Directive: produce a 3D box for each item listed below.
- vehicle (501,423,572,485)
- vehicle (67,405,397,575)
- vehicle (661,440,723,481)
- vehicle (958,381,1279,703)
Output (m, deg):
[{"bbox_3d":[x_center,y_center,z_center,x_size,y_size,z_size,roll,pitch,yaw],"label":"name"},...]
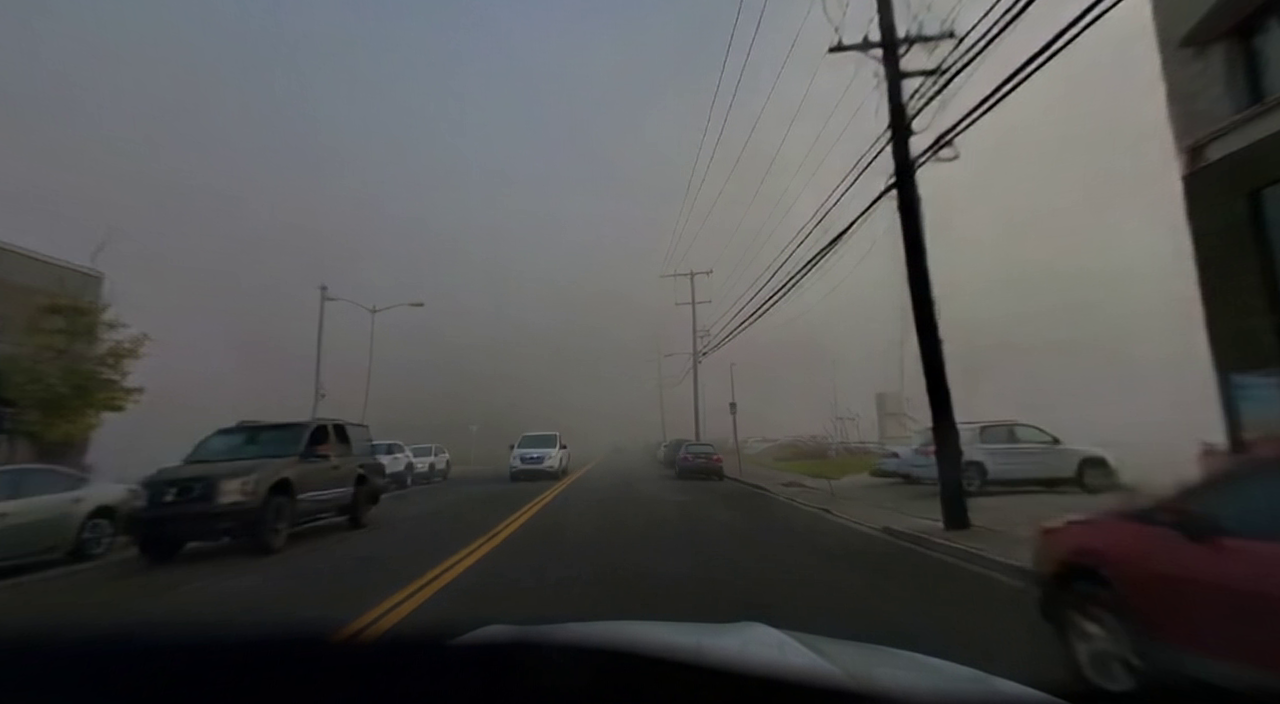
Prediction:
[{"bbox_3d":[-3.721,3.757,23.513,2.115,2.065,4.452,0,-9,-3],"label":"vehicle"},{"bbox_3d":[-5.637,1.929,9.623,2.152,1.918,4.217,-2,-8,1],"label":"vehicle"},{"bbox_3d":[2.192,4.341,25.723,2.261,1.503,4.695,-1,-8,6],"label":"vehicle"},{"bbox_3d":[3.371,0.868,1.964,2.136,1.586,4.919,1,-9,-1],"label":"vehicle"}]
